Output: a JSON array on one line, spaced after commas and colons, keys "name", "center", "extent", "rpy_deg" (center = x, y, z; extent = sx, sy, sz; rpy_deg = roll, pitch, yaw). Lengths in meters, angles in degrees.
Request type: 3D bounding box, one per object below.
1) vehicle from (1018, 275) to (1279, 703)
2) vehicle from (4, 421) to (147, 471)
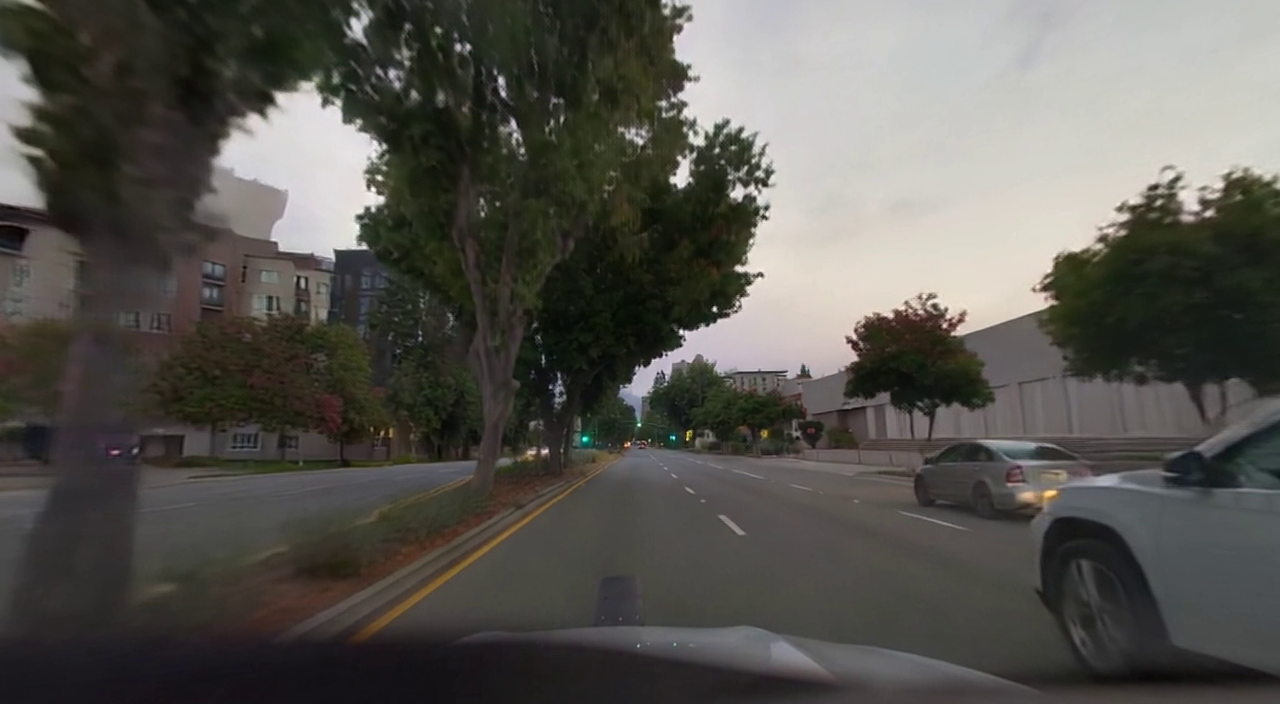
[{"name": "vehicle", "center": [3.809, 0.545, 1.579], "extent": [2.505, 1.971, 5.162], "rpy_deg": [0, -9, 0]}, {"name": "vehicle", "center": [-34.845, 5.817, 39.200], "extent": [6.180, 2.962, 2.395], "rpy_deg": [0, -9, -4]}]
